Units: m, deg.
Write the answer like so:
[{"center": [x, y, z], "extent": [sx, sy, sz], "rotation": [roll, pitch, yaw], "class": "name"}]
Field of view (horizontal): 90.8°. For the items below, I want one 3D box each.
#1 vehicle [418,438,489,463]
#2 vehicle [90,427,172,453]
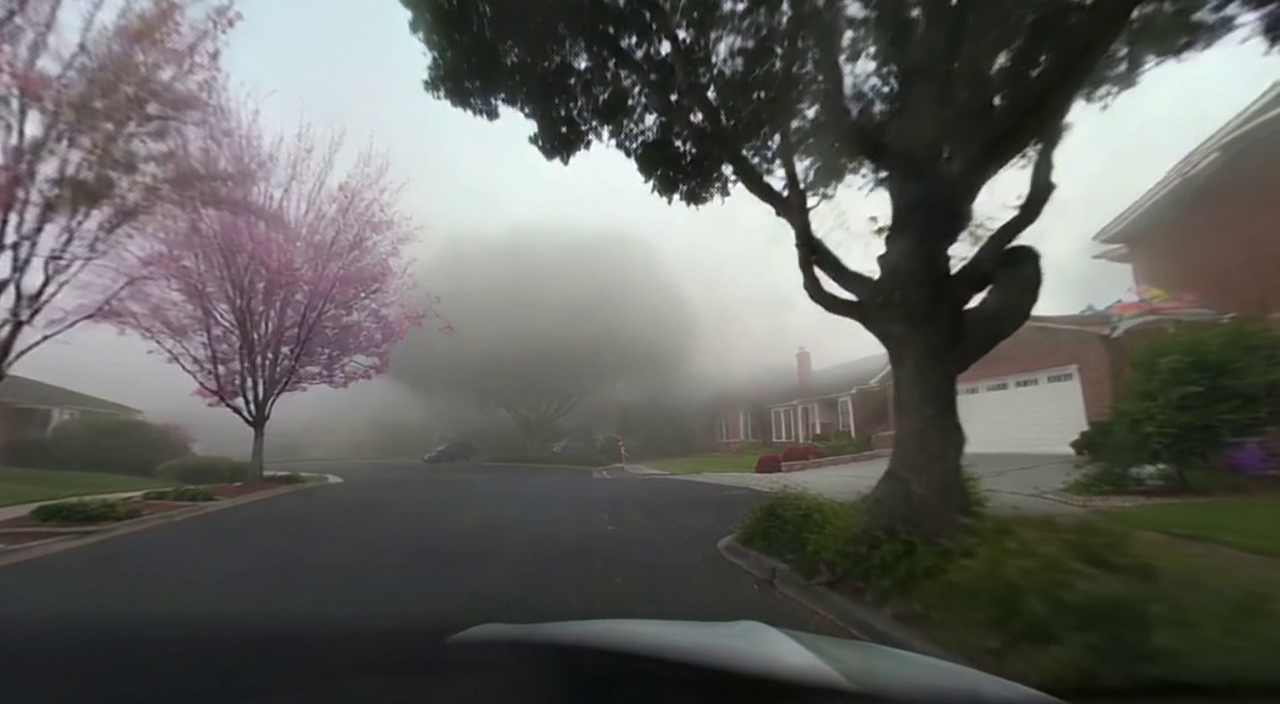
[{"center": [-14.244, 7.551, 48.531], "extent": [4.815, 1.827, 2.147], "rotation": [1, -9, -3], "class": "vehicle"}, {"center": [-35.883, 6.228, 44.570], "extent": [4.237, 1.728, 2.203], "rotation": [-2, -9, 14], "class": "vehicle"}]
